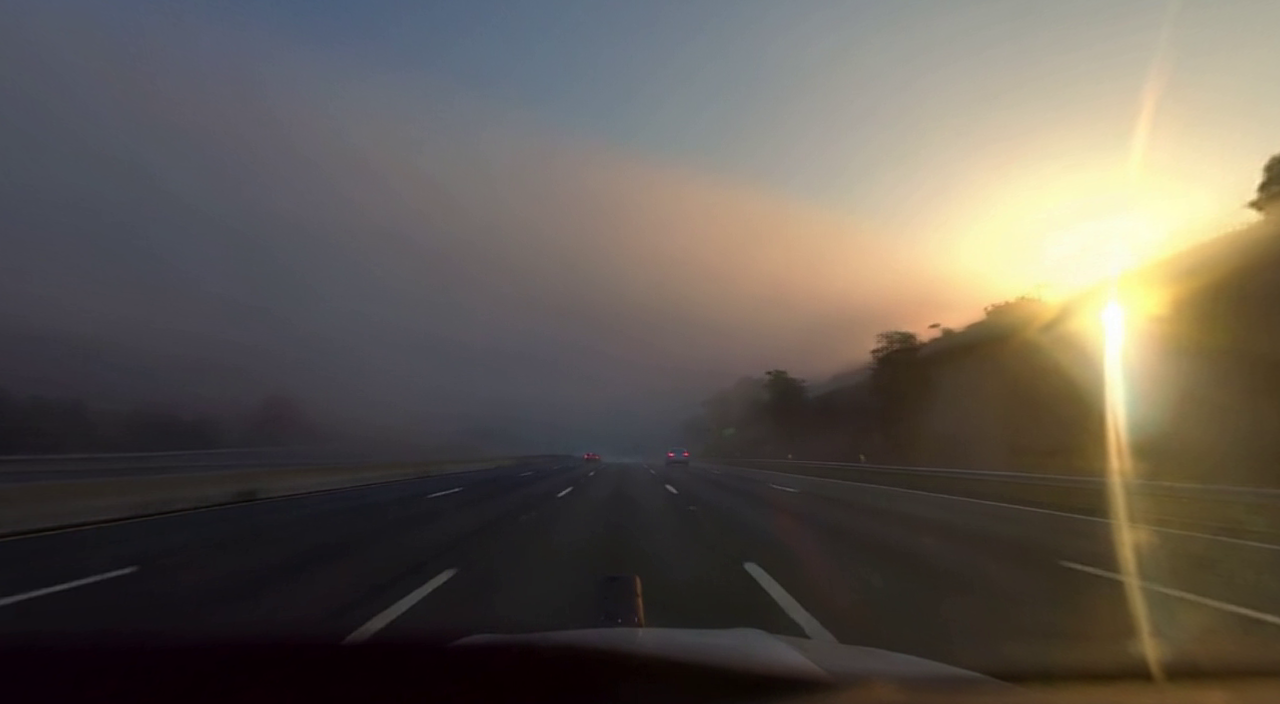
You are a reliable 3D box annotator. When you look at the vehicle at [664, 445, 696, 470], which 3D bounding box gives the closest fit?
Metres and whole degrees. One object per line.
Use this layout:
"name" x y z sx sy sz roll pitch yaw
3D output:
"vehicle" 2.638 7.081 42.174 1.895 1.555 4.030 -1 -9 0
